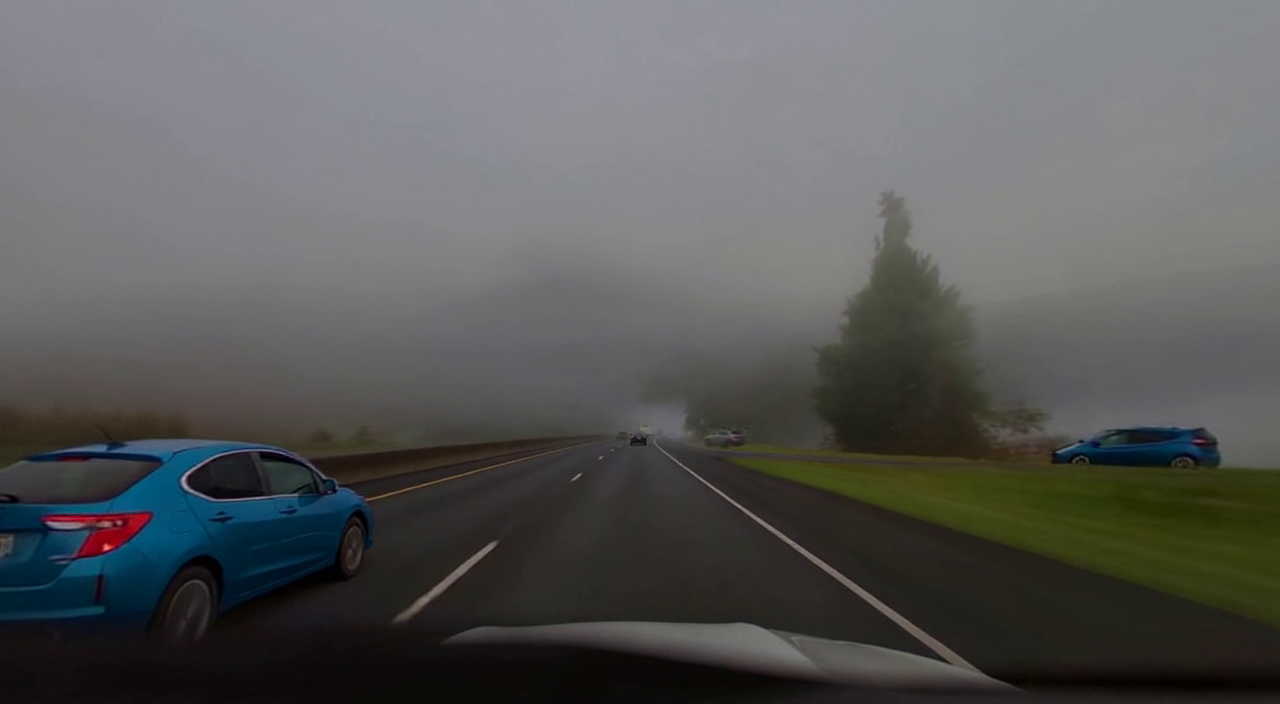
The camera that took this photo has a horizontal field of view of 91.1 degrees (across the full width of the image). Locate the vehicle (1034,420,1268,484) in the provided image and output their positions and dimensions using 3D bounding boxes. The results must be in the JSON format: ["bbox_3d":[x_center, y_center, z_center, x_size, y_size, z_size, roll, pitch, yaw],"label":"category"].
[{"bbox_3d":[13.627,2.655,17.120,1.992,1.486,4.406,4,-9,-26],"label":"vehicle"}]

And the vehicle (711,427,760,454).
[{"bbox_3d":[5.809,5.422,38.592,1.765,1.510,3.762,2,-8,-12],"label":"vehicle"}]
